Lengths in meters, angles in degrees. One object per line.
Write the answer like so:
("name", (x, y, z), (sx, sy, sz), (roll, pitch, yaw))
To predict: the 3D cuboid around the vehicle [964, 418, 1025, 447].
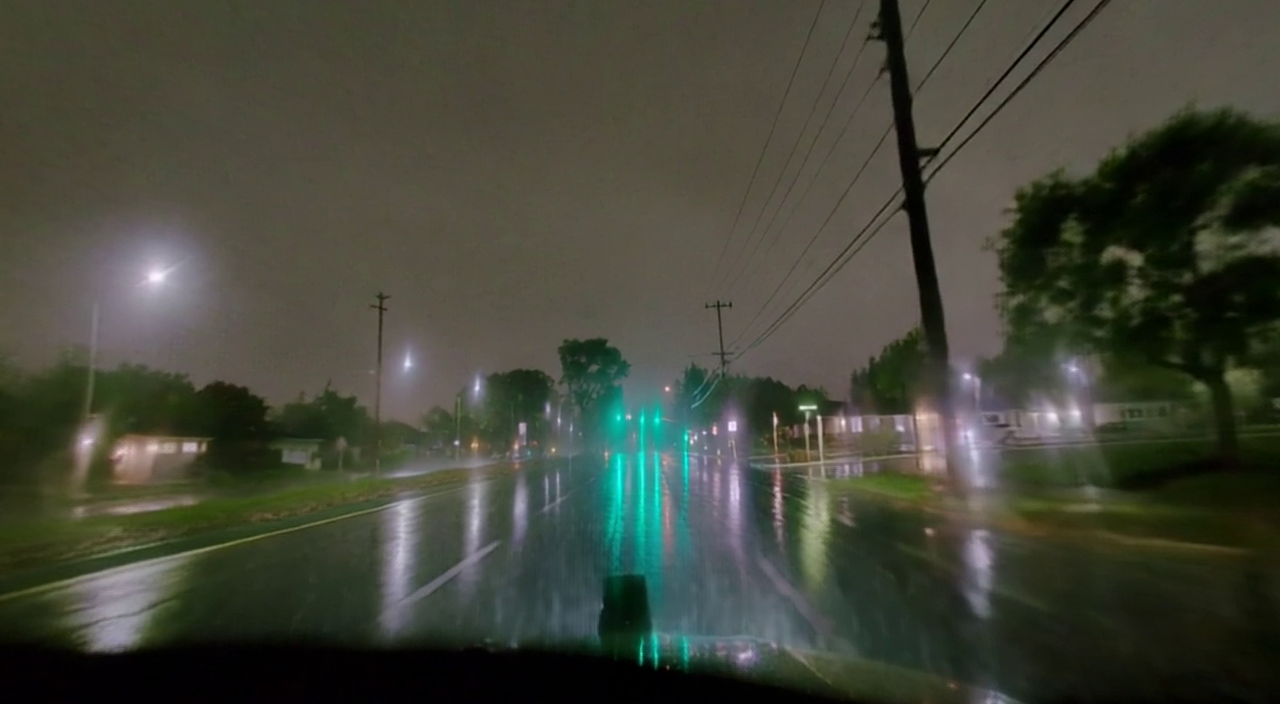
("vehicle", (26.663, 6.136, 47.540), (2.009, 2.044, 4.571), (0, -9, 2))
